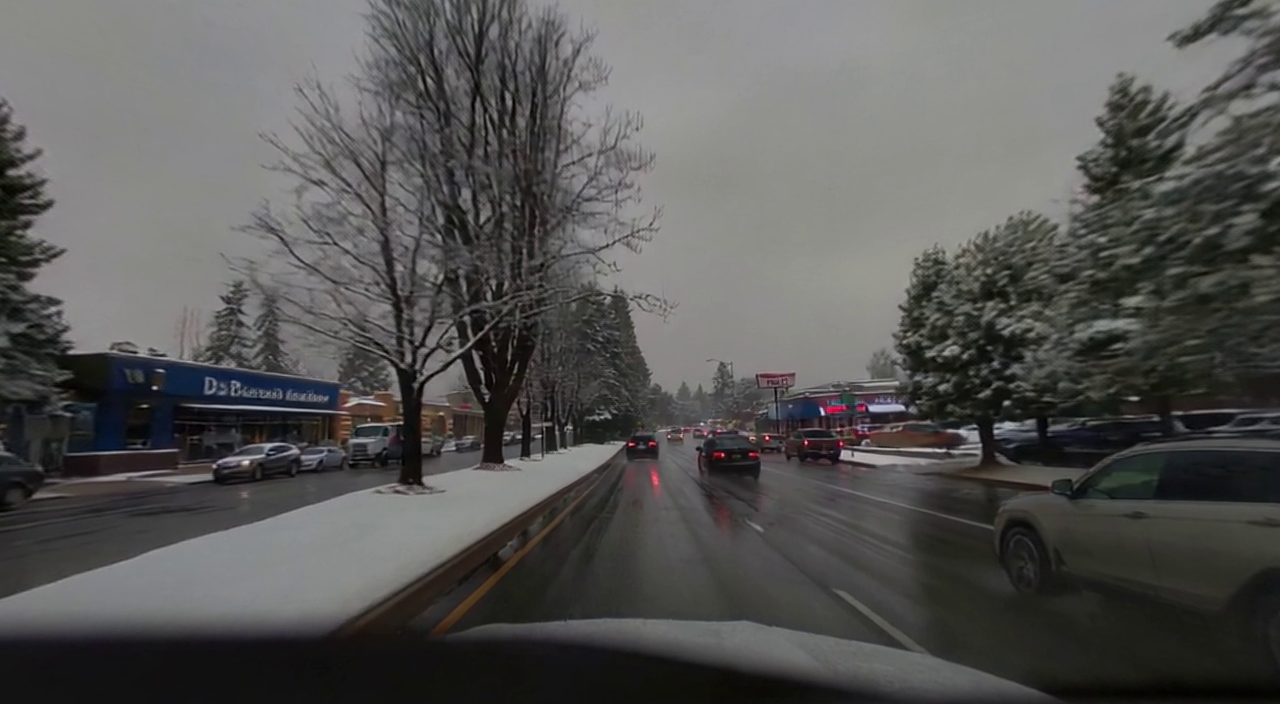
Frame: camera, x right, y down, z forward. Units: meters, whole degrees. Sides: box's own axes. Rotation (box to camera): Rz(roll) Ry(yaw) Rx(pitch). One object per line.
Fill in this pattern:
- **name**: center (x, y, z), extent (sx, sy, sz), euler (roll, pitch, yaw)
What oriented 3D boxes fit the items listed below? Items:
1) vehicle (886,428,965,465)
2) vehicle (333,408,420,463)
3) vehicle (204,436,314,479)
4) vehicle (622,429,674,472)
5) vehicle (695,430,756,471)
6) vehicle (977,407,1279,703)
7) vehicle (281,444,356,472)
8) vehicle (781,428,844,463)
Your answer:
- **vehicle**: center (15.279, 5.096, 33.966), extent (2.012, 1.817, 4.970), euler (0, -8, 1)
- **vehicle**: center (-18.629, 6.039, 45.013), extent (2.811, 3.604, 7.566), euler (0, -8, 1)
- **vehicle**: center (-18.972, 5.257, 31.621), extent (2.286, 1.968, 5.350), euler (0, -8, -2)
- **vehicle**: center (0.331, 4.263, 27.283), extent (2.098, 1.682, 3.778), euler (0, -8, 1)
- **vehicle**: center (3.697, 4.364, 27.925), extent (2.115, 1.692, 4.189), euler (0, -8, 0)
- **vehicle**: center (3.781, 1.009, 2.930), extent (1.908, 1.463, 4.506), euler (0, -8, 0)
- **vehicle**: center (-18.852, 6.216, 37.146), extent (1.883, 1.488, 5.224), euler (0, -8, -2)
- **vehicle**: center (10.481, 5.769, 38.687), extent (2.318, 1.974, 5.282), euler (0, -8, 0)
